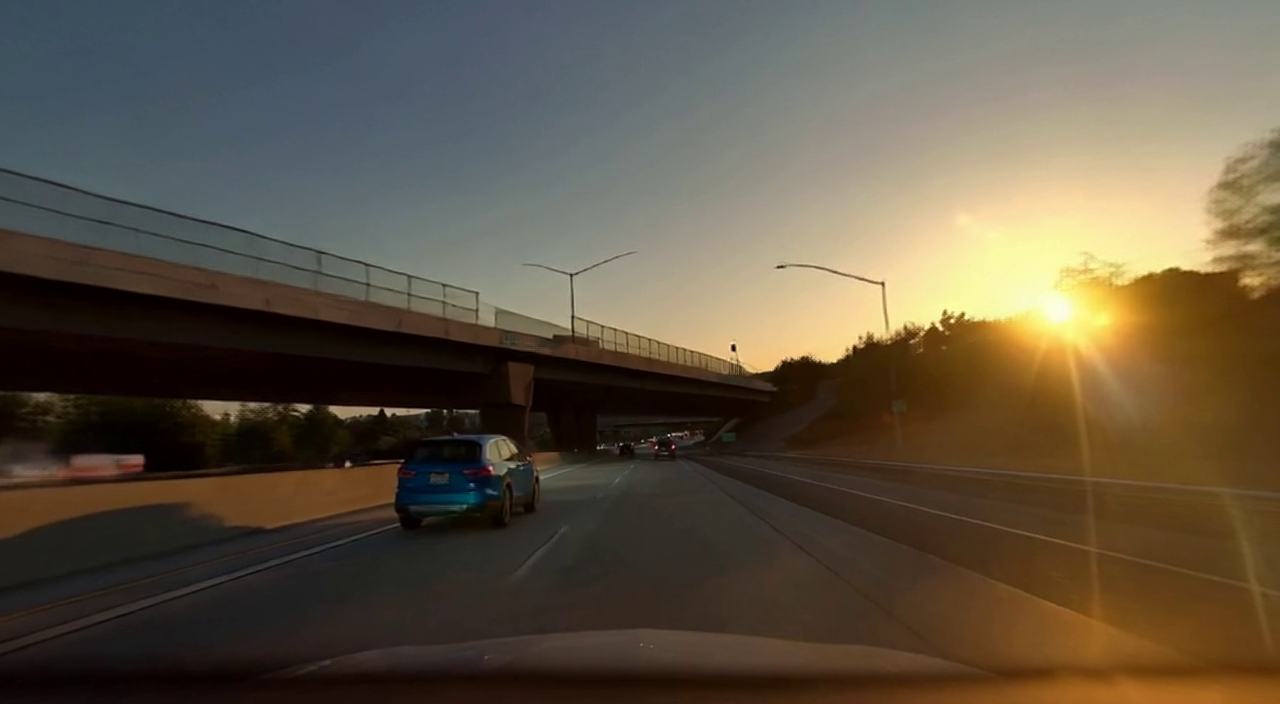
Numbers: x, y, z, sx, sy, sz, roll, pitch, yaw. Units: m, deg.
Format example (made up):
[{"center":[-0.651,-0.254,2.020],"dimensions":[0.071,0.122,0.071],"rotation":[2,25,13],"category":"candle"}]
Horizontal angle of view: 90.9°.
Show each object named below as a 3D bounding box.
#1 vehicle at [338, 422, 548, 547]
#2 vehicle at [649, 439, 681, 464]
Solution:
[{"center":[-3.068,2.172,11.059],"dimensions":[2.143,1.693,4.513],"rotation":[-1,-8,1],"category":"vehicle"},{"center":[1.685,6.848,43.594],"dimensions":[2.073,1.621,3.993],"rotation":[-1,-8,1],"category":"vehicle"}]
